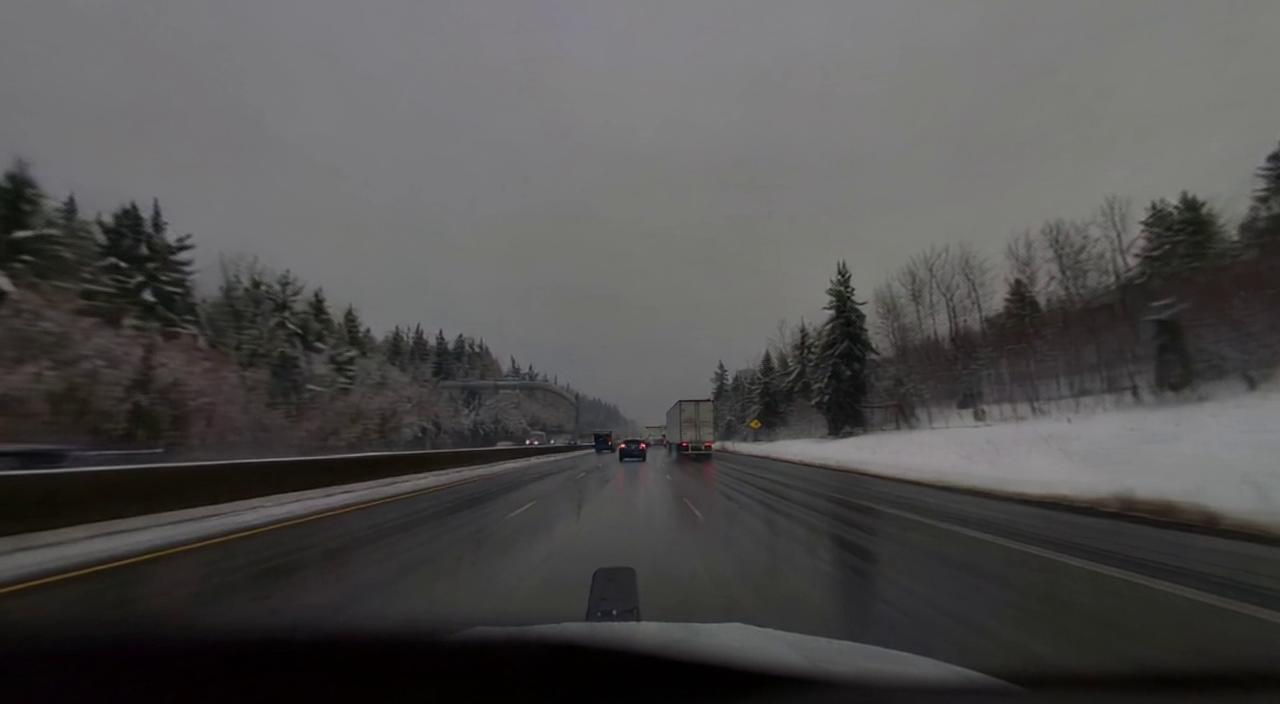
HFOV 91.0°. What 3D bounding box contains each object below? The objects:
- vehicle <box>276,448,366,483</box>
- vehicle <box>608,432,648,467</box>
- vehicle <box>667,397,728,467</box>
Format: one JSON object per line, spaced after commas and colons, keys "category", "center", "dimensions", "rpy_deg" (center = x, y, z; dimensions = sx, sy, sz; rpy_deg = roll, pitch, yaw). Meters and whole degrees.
{"category": "vehicle", "center": [-15.777, 5.594, 31.420], "dimensions": [2.024, 1.541, 4.590], "rpy_deg": [-1, -8, 1]}
{"category": "vehicle", "center": [-0.648, 5.814, 37.568], "dimensions": [2.211, 1.933, 4.315], "rpy_deg": [-1, -8, 1]}
{"category": "vehicle", "center": [3.713, 5.813, 44.738], "dimensions": [3.005, 4.121, 14.417], "rpy_deg": [-1, -8, 0]}
